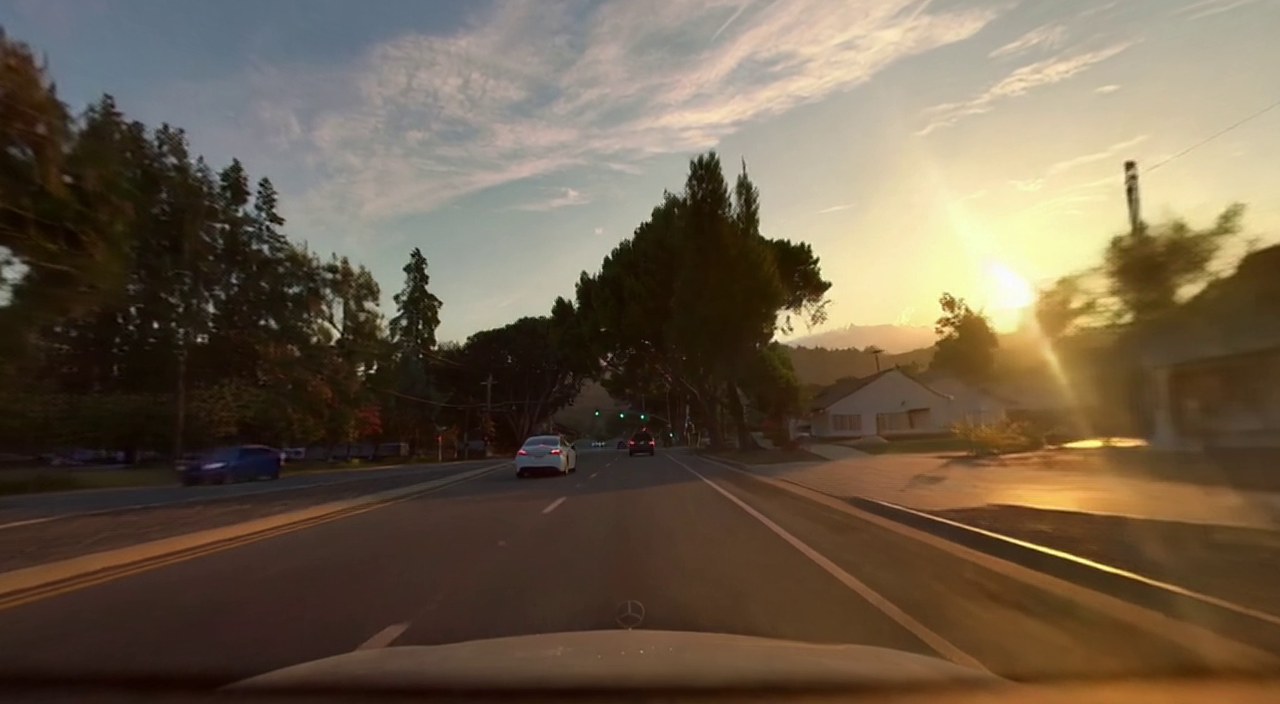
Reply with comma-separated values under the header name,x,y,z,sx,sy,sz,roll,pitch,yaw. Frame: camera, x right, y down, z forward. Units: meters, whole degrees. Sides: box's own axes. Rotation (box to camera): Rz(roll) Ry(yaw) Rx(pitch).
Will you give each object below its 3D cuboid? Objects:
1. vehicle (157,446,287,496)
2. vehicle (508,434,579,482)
name,x,y,z,sx,sy,sz,roll,pitch,yaw
vehicle,-15.870,4.487,24.273,1.884,1.714,4.450,0,-8,0
vehicle,-3.529,3.980,23.927,1.914,1.630,4.351,0,-8,1
